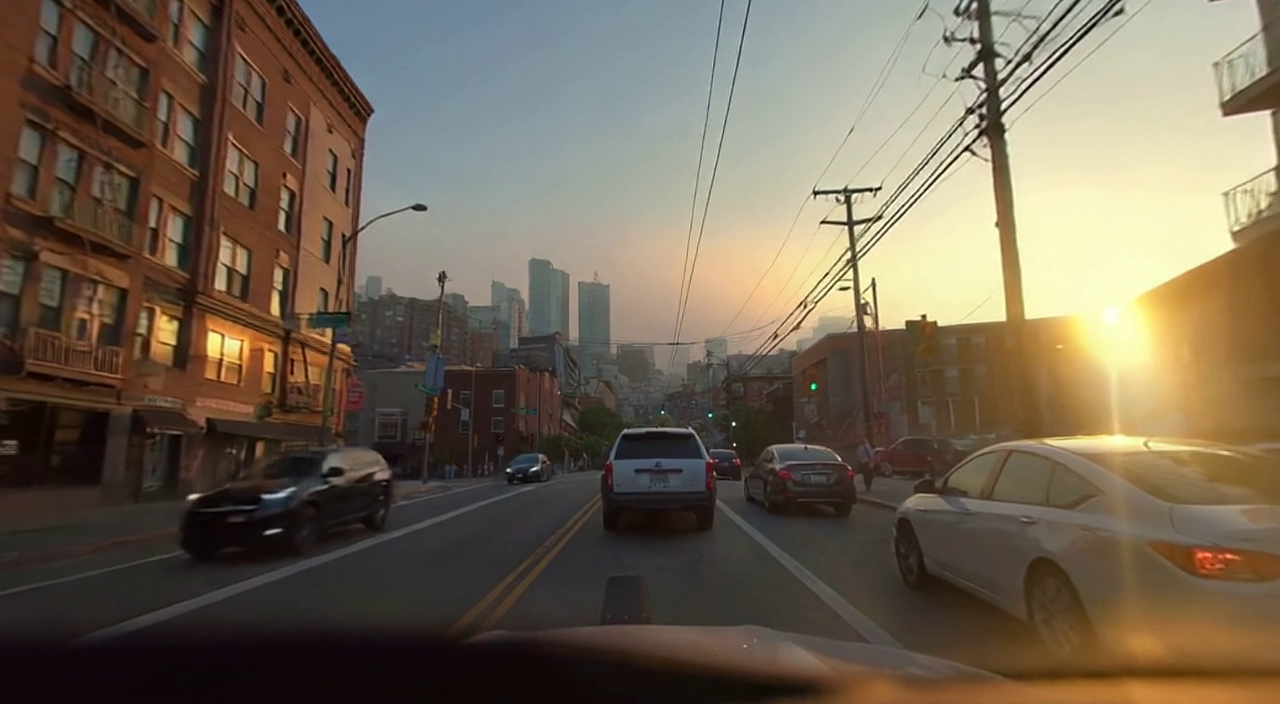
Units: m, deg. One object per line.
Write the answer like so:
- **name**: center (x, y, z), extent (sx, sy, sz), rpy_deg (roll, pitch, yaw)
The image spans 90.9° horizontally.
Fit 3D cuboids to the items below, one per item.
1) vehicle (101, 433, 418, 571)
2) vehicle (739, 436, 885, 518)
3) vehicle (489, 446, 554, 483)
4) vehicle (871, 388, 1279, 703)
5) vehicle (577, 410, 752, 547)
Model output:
- **vehicle**: center (-5.599, 2.227, 10.270), extent (2.215, 1.703, 4.614), rpy_deg (0, -8, 1)
- **vehicle**: center (3.437, 2.578, 13.521), extent (1.970, 1.452, 4.227), rpy_deg (0, -8, 1)
- **vehicle**: center (-5.374, 5.167, 29.204), extent (2.014, 1.538, 4.275), rpy_deg (-1, -8, 2)
- **vehicle**: center (3.382, 1.226, 4.571), extent (1.906, 1.578, 4.020), rpy_deg (0, -8, 1)
- **vehicle**: center (0.310, 1.917, 10.153), extent (2.232, 1.736, 4.036), rpy_deg (0, -8, 0)
